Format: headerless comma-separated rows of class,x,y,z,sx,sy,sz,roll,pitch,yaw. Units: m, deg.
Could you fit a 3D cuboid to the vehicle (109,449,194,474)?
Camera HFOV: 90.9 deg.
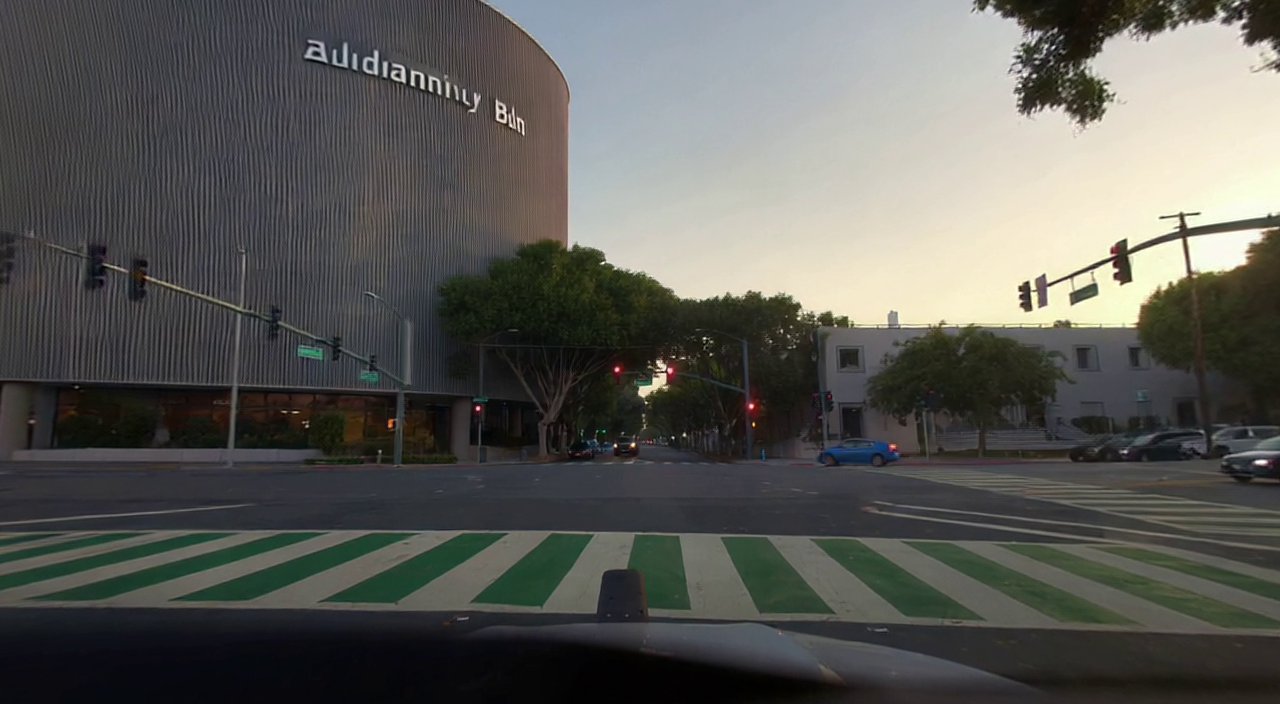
vehicle,-33.072,7.404,42.751,4.136,1.661,1.857,0,-8,1

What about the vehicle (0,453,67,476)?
vehicle,-41.656,7.636,42.764,3.698,1.467,1.779,0,-8,1

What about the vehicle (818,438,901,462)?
vehicle,13.559,6.088,39.199,4.529,1.457,1.981,-1,-9,8

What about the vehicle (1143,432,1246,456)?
vehicle,36.171,6.024,41.200,4.767,1.456,1.858,-1,-8,3
